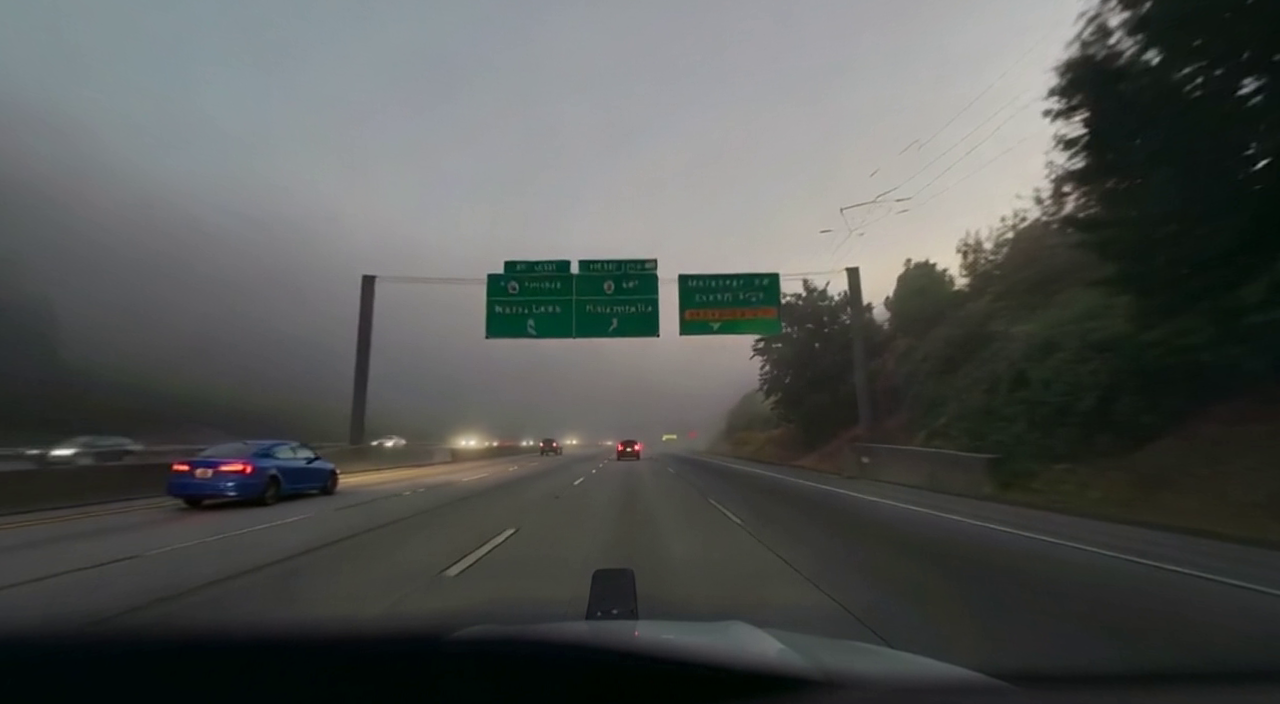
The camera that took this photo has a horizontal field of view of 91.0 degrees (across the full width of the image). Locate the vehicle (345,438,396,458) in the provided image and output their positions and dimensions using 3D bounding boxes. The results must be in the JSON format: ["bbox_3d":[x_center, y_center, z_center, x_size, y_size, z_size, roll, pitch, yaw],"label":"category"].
[{"bbox_3d":[-20.378,7.296,47.832,1.892,1.454,4.599,0,-8,-1],"label":"vehicle"}]

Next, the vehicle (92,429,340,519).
[{"bbox_3d":[-8.166,2.363,12.771,2.047,1.486,4.306,0,-8,0],"label":"vehicle"}]

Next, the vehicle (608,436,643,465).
[{"bbox_3d":[-0.896,6.036,38.709,2.040,1.715,3.906,0,-8,-1],"label":"vehicle"}]

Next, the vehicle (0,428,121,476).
[{"bbox_3d":[-19.744,3.307,20.920,1.750,1.449,3.748,0,-8,-1],"label":"vehicle"}]
